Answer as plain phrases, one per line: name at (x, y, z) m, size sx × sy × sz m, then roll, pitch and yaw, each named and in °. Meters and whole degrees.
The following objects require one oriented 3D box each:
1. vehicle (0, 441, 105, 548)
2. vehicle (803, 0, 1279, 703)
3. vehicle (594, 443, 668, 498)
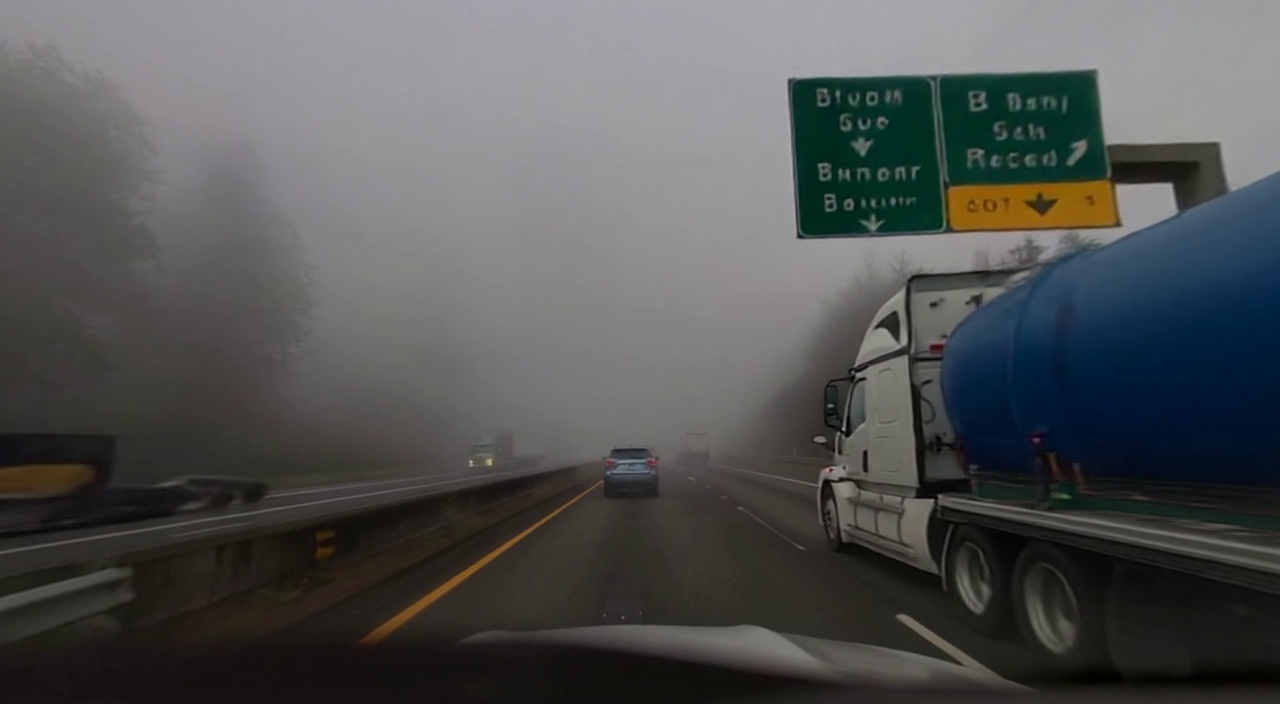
vehicle at (-12.037, 2.422, 10.637) m, size 2.063 × 1.828 × 4.416 m, roll 0°, pitch -9°, yaw 1°
vehicle at (3.865, 0.205, 5.755) m, size 3.001 × 3.728 × 5.947 m, roll 0°, pitch -9°, yaw -1°
vehicle at (-0.242, 3.525, 19.101) m, size 2.003 × 1.490 × 3.636 m, roll 0°, pitch -9°, yaw 0°
